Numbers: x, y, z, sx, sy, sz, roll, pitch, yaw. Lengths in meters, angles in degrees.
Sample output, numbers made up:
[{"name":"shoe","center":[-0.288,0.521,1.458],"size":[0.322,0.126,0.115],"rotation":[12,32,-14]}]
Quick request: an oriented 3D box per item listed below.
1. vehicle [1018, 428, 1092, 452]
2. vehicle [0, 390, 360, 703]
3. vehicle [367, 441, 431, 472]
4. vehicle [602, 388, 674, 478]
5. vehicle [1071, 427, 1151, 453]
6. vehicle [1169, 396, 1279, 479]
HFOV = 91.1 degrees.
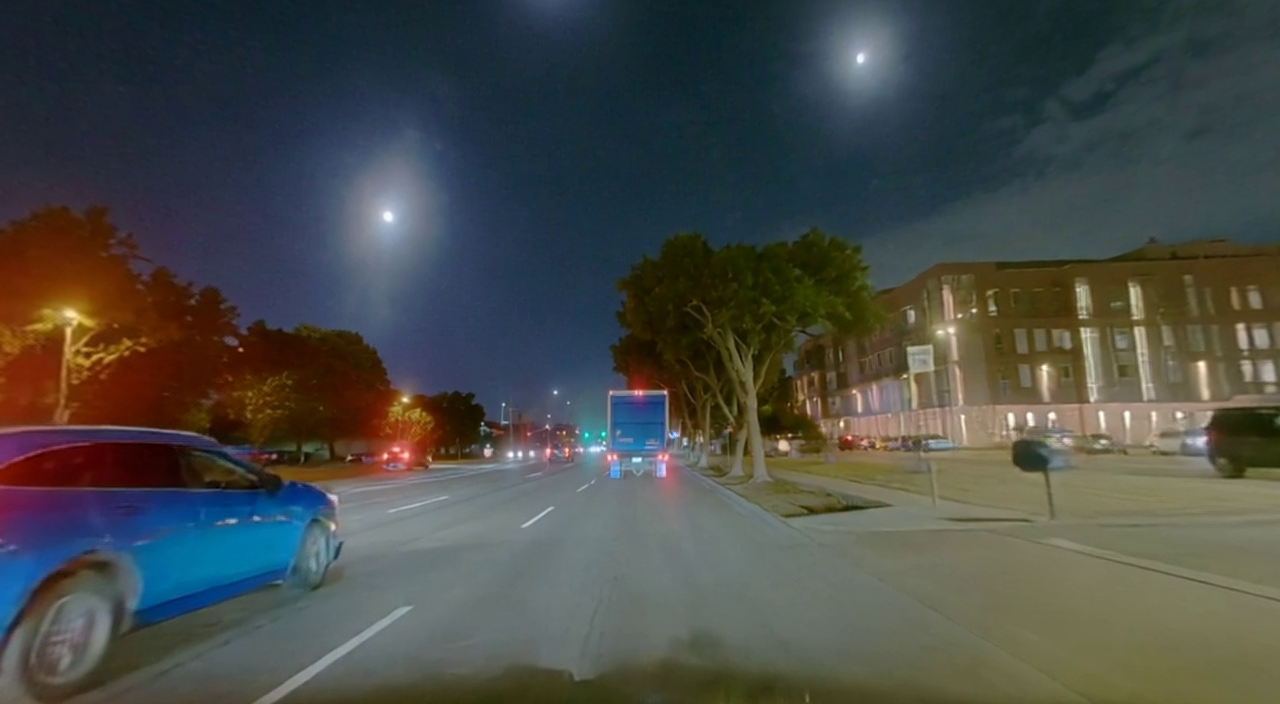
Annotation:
[{"name":"vehicle","center":[25.871,5.514,39.175],"size":[3.503,1.419,1.646],"rotation":[1,-9,-4]},{"name":"vehicle","center":[-4.082,1.221,4.526],"size":[2.078,1.597,4.355],"rotation":[0,-9,0]},{"name":"vehicle","center":[-13.939,6.062,36.593],"size":[1.958,1.672,4.283],"rotation":[0,-8,1]},{"name":"vehicle","center":[0.025,3.917,29.788],"size":[2.905,3.644,8.807],"rotation":[0,-8,1]},{"name":"vehicle","center":[27.436,5.143,36.624],"size":[3.341,1.387,1.619],"rotation":[-1,-8,-3]},{"name":"vehicle","center":[13.866,1.734,12.864],"size":[4.321,1.579,1.823],"rotation":[0,-7,1]}]
